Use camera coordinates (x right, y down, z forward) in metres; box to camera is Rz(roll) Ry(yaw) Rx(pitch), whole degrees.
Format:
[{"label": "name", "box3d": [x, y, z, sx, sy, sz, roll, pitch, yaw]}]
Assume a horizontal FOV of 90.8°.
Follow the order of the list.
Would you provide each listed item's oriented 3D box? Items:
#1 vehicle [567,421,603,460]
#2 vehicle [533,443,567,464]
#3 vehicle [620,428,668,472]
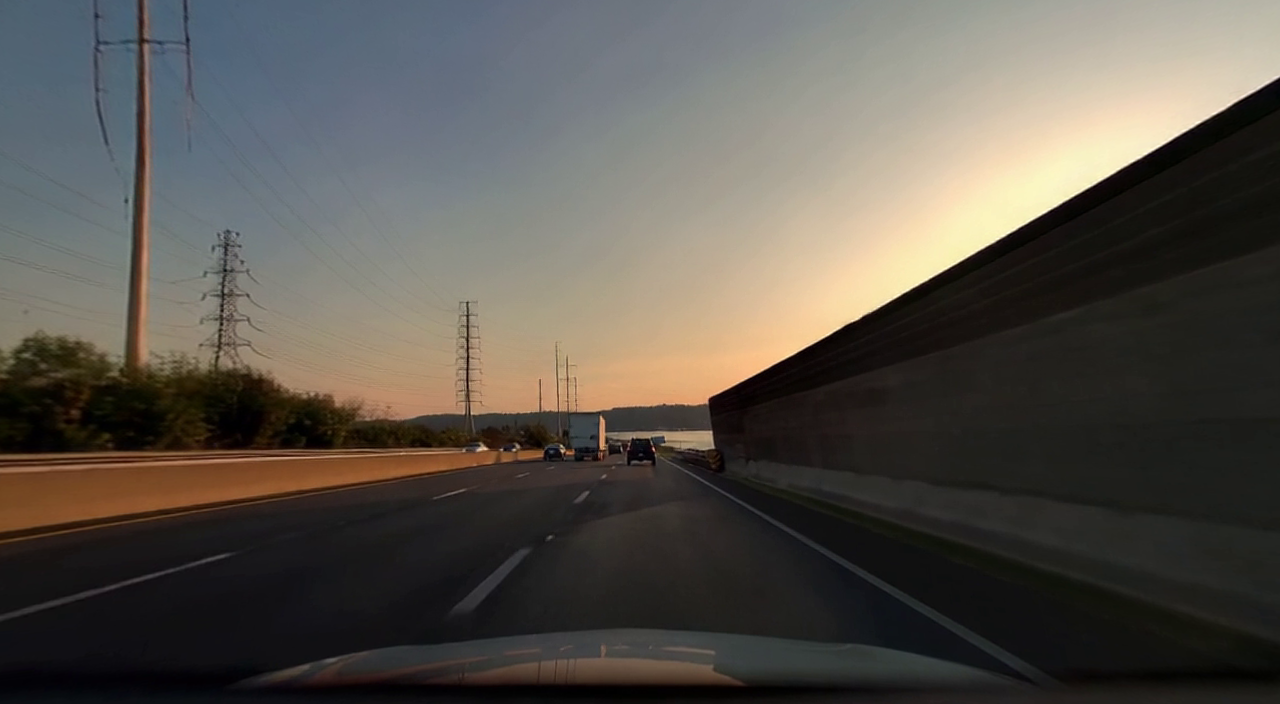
[{"label": "vehicle", "box3d": [-3.635, 5.925, 42.244, 2.178, 2.522, 2.054, 0, -8, 1]}, {"label": "vehicle", "box3d": [-6.936, 7.834, 49.057, 2.004, 1.545, 4.513, 0, -8, 0]}, {"label": "vehicle", "box3d": [0.235, 5.153, 33.451, 2.358, 2.144, 4.713, 0, -8, 1]}]
